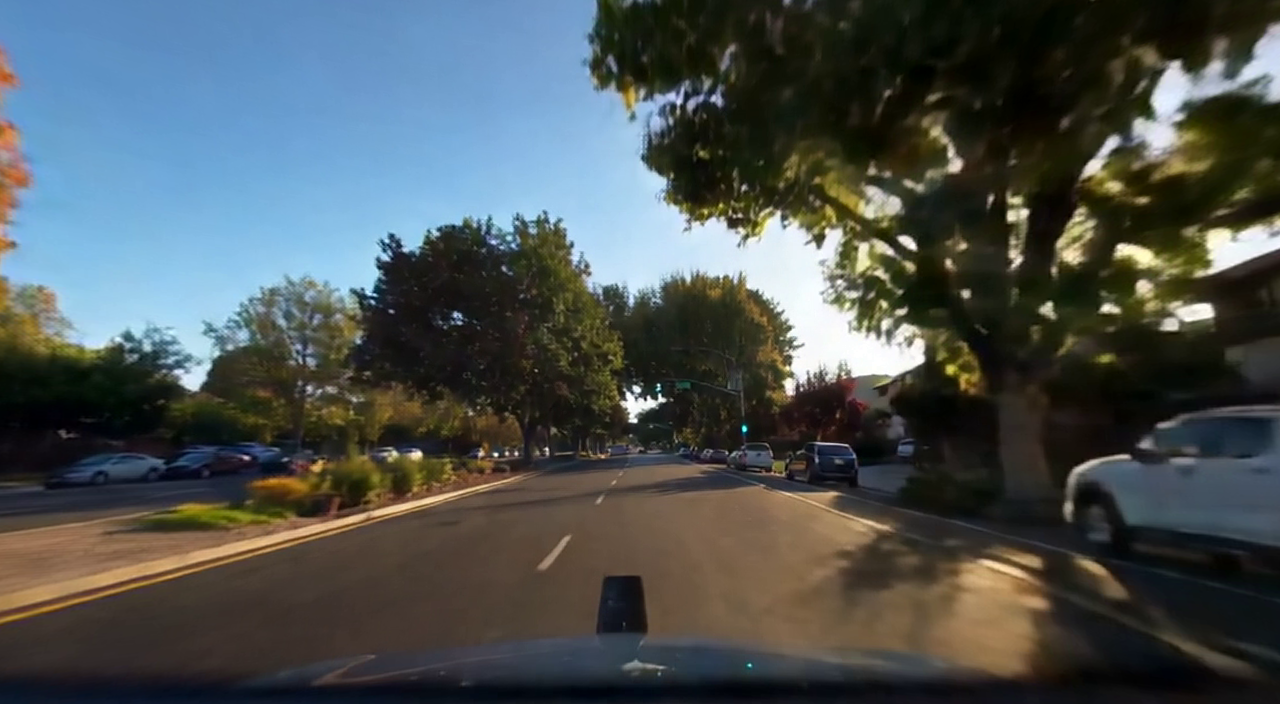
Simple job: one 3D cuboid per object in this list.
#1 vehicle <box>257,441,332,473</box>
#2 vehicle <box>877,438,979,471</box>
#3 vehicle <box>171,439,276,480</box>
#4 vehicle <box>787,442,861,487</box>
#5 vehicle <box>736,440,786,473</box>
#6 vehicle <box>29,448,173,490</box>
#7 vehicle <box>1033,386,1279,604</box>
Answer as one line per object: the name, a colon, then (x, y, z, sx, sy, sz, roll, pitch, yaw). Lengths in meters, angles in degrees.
vehicle: (-20.784, 6.332, 38.009, 1.901, 1.785, 4.676, 0, -9, 0)
vehicle: (15.708, 5.609, 34.448, 4.554, 1.727, 2.085, 0, -9, 4)
vehicle: (-20.831, 5.380, 31.713, 1.990, 1.844, 4.902, 0, -9, -1)
vehicle: (7.543, 4.628, 26.237, 1.910, 1.686, 4.399, 0, -9, 2)
vehicle: (7.427, 6.475, 39.076, 2.032, 1.844, 4.964, 1, -9, -1)
vehicle: (-21.056, 4.554, 24.806, 1.910, 1.493, 4.190, 0, -9, 0)
vehicle: (7.351, 1.516, 6.897, 2.306, 2.088, 5.571, 1, -9, -1)
